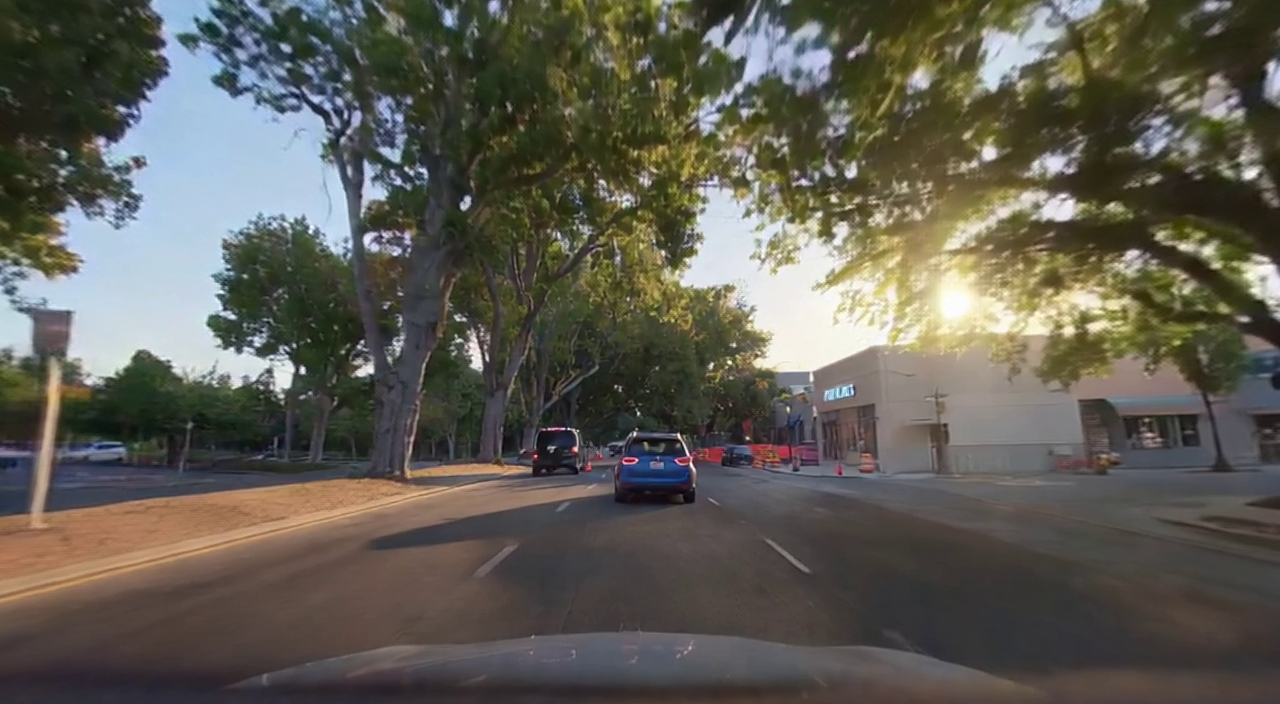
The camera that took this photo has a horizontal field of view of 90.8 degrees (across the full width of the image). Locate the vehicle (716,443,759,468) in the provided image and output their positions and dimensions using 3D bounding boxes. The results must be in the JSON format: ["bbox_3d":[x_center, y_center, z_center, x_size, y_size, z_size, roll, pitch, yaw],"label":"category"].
[{"bbox_3d":[6.485,6.960,42.510,2.076,1.535,4.460,0,-9,-1],"label":"vehicle"}]

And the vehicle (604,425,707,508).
[{"bbox_3d":[0.238,2.733,15.505,2.168,1.725,4.192,0,-9,-2],"label":"vehicle"}]

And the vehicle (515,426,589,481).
[{"bbox_3d":[-3.569,4.282,26.901,2.357,2.063,5.488,0,-9,0],"label":"vehicle"}]
